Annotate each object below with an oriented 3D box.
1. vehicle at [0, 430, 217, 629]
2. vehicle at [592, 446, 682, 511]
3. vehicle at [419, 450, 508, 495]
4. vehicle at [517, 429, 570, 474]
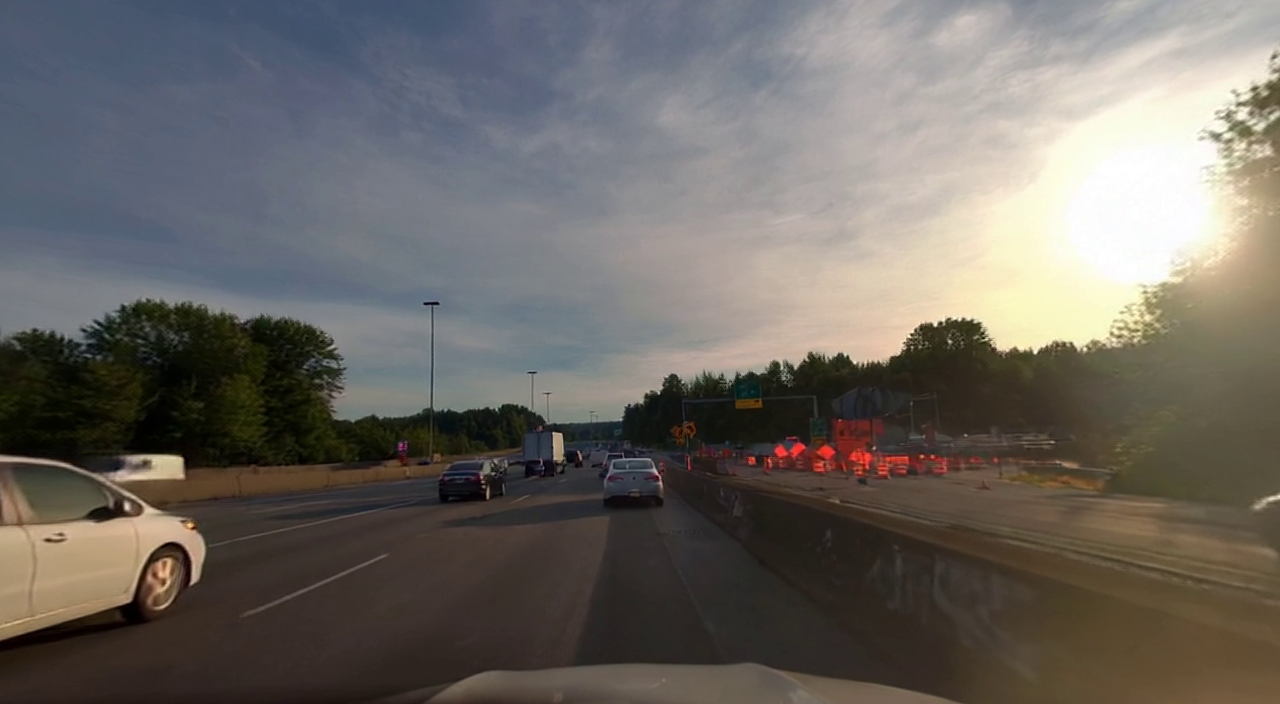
[{"bbox_3d":[-5.769,1.363,4.868,1.892,1.481,4.573,0,-9,-2],"label":"vehicle"},{"bbox_3d":[-0.103,3.206,16.363,2.080,1.451,3.512,0,-9,-1],"label":"vehicle"},{"bbox_3d":[-6.172,4.236,22.481,2.063,1.417,4.000,0,-9,-1],"label":"vehicle"},{"bbox_3d":[-6.189,6.516,41.222,2.326,2.645,6.249,-1,-9,2],"label":"vehicle"}]
